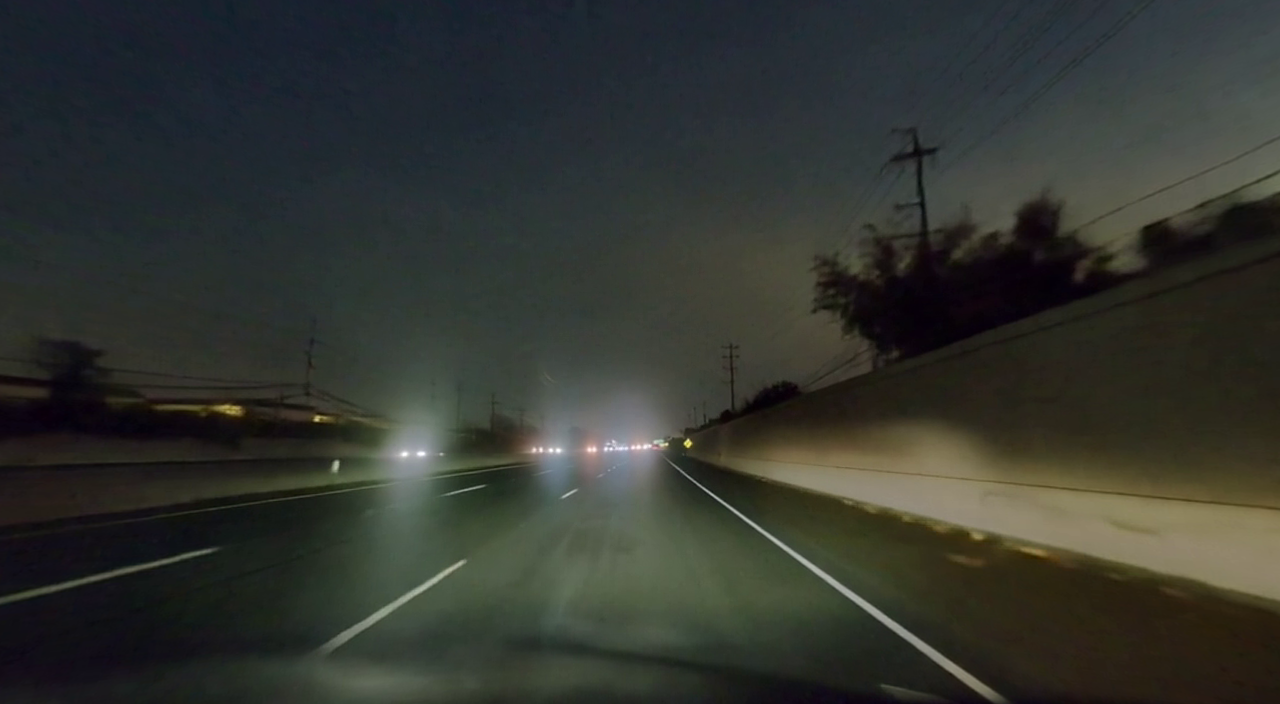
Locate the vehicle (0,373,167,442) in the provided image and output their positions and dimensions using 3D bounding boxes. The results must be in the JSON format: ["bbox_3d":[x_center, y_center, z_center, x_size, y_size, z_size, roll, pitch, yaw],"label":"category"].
[{"bbox_3d":[-42.731,4.226,45.620,3.206,3.635,18.419,-3,-10,-2],"label":"vehicle"}]
